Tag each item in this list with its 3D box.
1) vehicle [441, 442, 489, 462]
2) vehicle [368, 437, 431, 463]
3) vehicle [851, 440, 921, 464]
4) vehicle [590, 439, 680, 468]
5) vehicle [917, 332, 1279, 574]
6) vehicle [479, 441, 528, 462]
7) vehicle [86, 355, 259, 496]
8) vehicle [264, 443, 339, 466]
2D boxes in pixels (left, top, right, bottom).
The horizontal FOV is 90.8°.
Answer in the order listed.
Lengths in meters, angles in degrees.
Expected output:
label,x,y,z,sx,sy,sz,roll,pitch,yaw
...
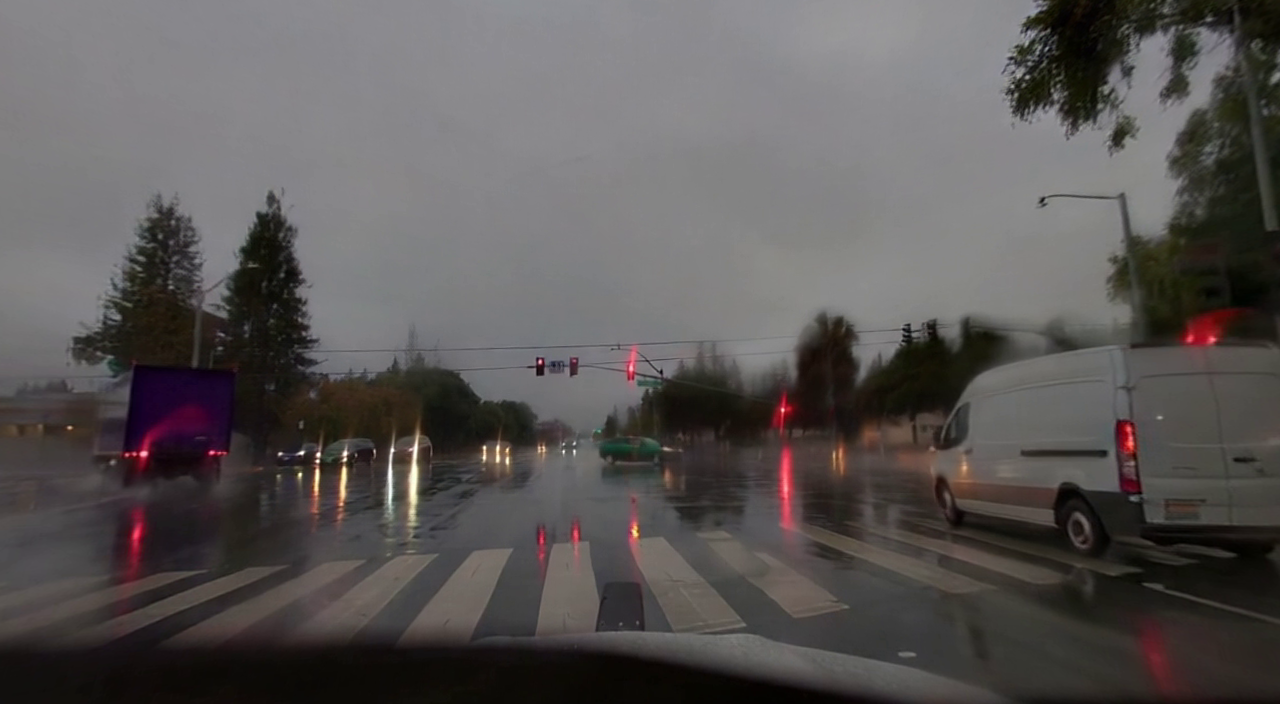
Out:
label,x,y,z,sx,sy,sz,roll,pitch,yaw
vehicle,-13.184,7.588,47.853,1.845,1.426,4.289,-1,-9,8
vehicle,-17.385,7.144,45.992,2.189,1.753,4.785,-1,-9,8
vehicle,16.993,6.893,43.627,4.524,1.560,2.052,5,-10,-29
vehicle,-0.339,5.530,34.612,4.846,1.487,2.086,-8,-12,42
vehicle,6.546,1.425,9.288,2.332,2.511,5.326,0,-9,-2
vehicle,-10.150,7.465,47.400,2.097,1.484,4.596,-1,-9,7
vehicle,-13.592,2.223,18.126,3.112,3.230,6.726,8,-12,-41
vehicle,-21.835,6.638,41.005,1.859,1.415,4.591,-1,-9,8
